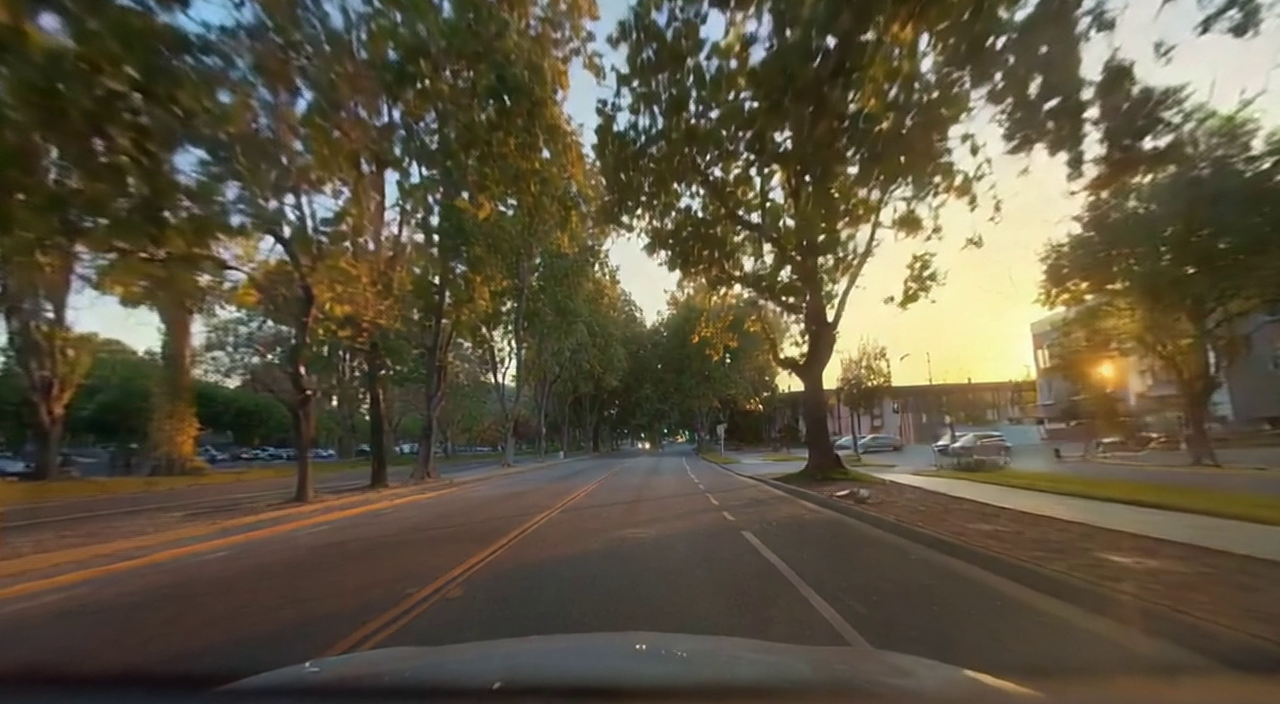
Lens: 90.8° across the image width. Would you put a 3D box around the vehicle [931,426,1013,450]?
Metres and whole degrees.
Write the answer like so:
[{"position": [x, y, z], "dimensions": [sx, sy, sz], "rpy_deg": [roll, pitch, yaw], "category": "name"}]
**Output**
[{"position": [21.719, 5.634, 41.420], "dimensions": [4.293, 1.473, 1.843], "rpy_deg": [-1, -6, 3], "category": "vehicle"}]
